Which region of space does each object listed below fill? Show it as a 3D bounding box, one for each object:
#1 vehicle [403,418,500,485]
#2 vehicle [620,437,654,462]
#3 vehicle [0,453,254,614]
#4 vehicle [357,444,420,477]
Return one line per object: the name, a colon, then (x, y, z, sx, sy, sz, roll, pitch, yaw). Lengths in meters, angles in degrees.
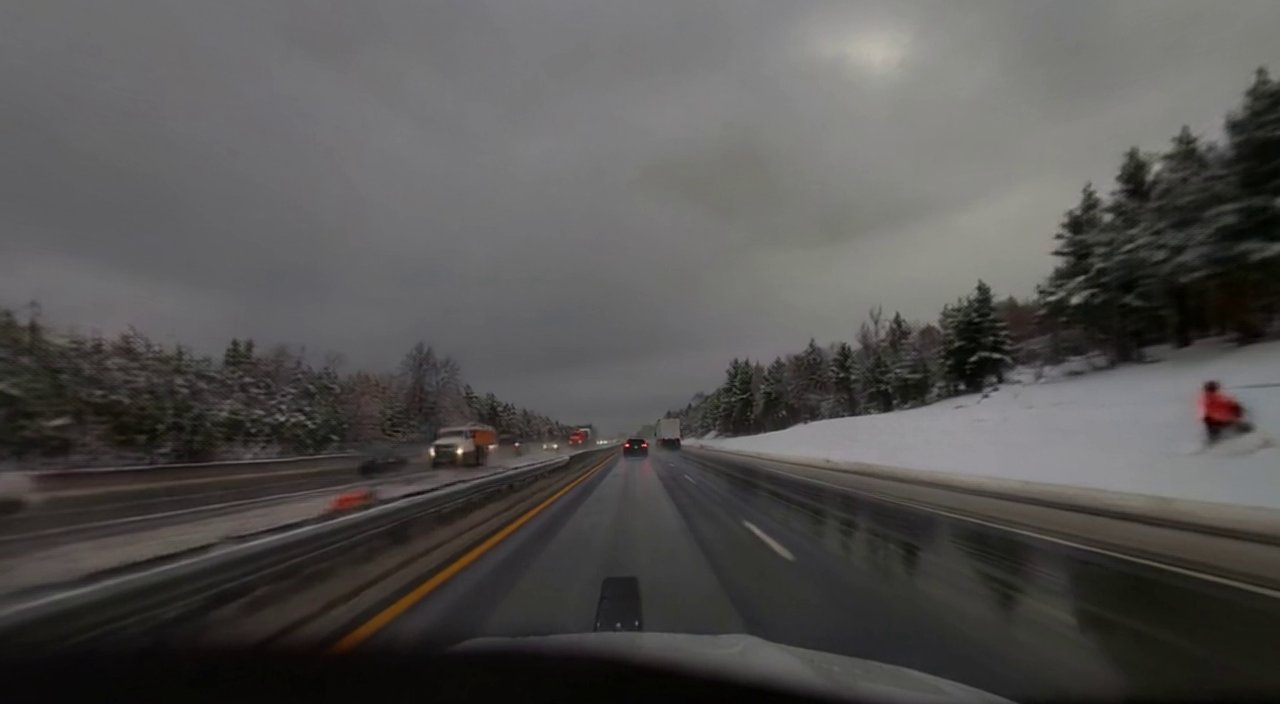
vehicle: (-8.079, 4.331, 27.711, 2.453, 2.460, 6.190, -3, -8, -1)
vehicle: (-0.221, 6.195, 39.857, 2.004, 1.472, 4.075, 0, -8, -1)
vehicle: (-8.096, 2.016, 7.031, 2.765, 1.562, 7.080, 0, -8, 3)
vehicle: (-13.612, 5.870, 34.222, 1.889, 1.606, 3.758, -1, -8, 0)
